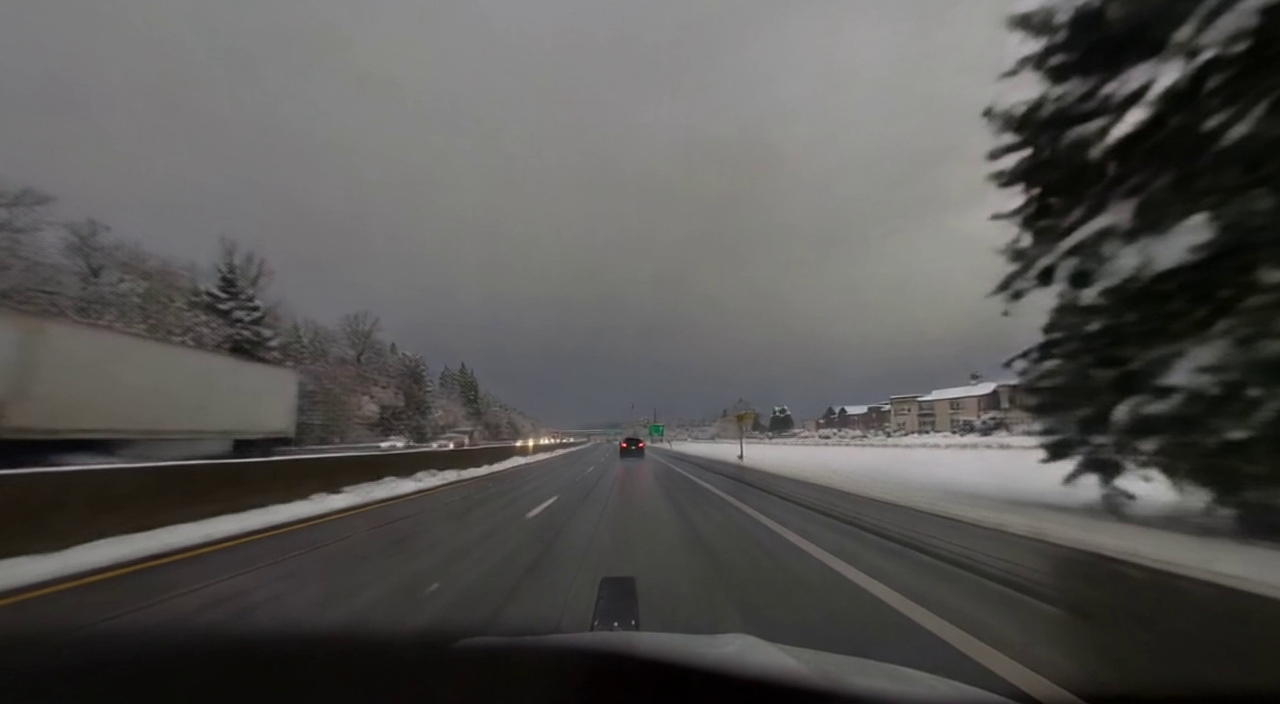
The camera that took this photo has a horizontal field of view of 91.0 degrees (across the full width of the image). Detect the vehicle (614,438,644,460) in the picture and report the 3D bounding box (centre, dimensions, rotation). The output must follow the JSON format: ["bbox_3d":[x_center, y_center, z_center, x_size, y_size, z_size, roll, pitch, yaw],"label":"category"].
[{"bbox_3d":[-0.831,6.987,45.418,2.099,1.504,3.843,0,-8,-2],"label":"vehicle"}]

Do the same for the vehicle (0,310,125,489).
[{"bbox_3d":[-16.409,1.150,14.897,2.982,4.135,6.215,-1,-8,-1],"label":"vehicle"}]

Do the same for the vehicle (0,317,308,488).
[{"bbox_3d":[-16.570,2.132,21.744,3.036,4.094,13.534,0,-8,-1],"label":"vehicle"}]
